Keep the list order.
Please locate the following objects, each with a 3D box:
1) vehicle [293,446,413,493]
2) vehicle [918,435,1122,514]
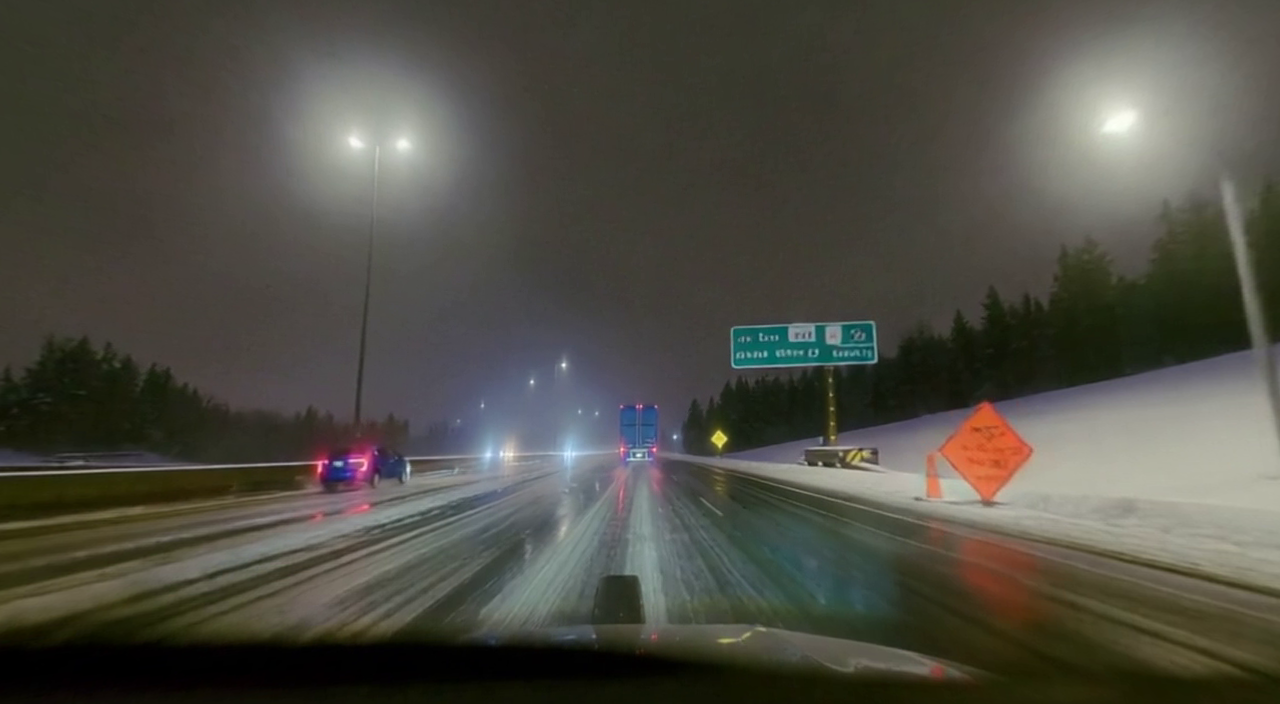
[{"bbox_3d":[-10.428,4.298,23.403,2.096,1.538,4.998,0,-9,0],"label":"vehicle"},{"bbox_3d":[9.538,3.100,16.463,2.065,1.698,4.882,0,-9,-3],"label":"vehicle"}]
